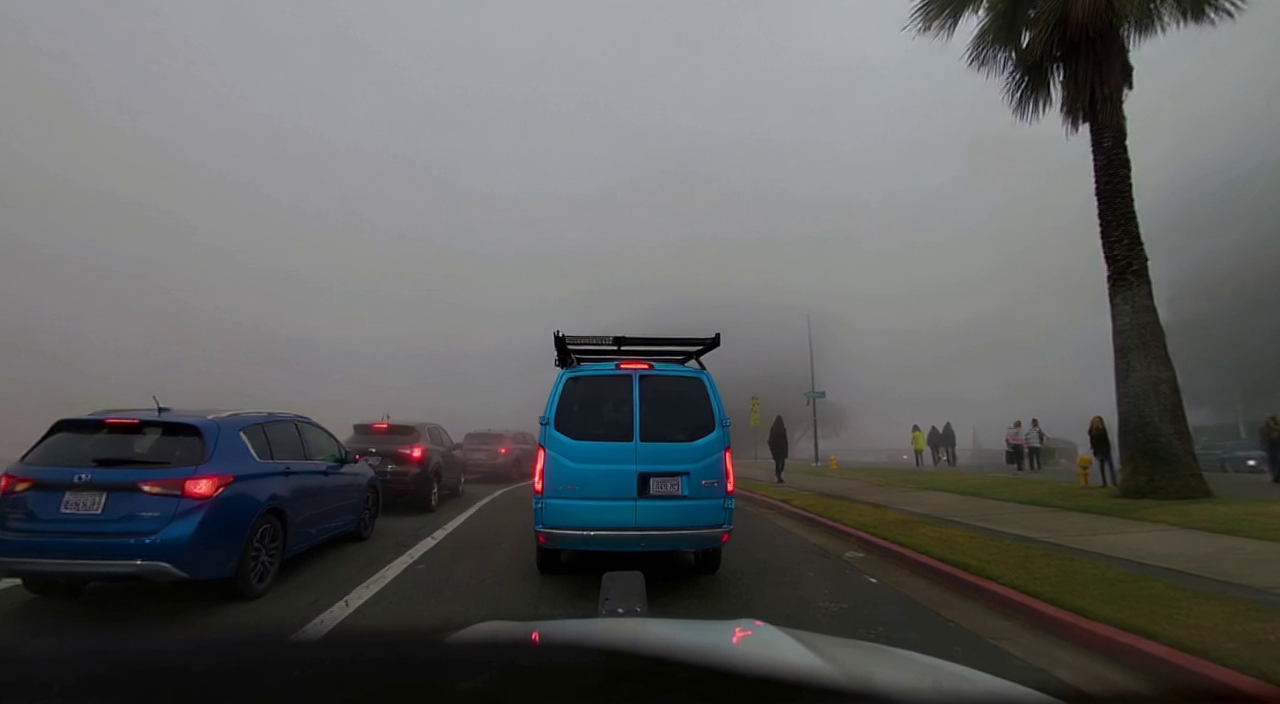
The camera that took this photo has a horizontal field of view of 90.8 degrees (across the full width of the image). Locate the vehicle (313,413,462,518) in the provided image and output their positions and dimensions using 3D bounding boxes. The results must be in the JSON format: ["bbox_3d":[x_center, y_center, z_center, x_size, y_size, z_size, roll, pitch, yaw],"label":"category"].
[{"bbox_3d":[-5.223,2.408,13.878,2.089,1.854,5.022,2,-9,-11],"label":"vehicle"}]

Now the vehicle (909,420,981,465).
[{"bbox_3d":[12.636,3.757,26.043,2.046,1.675,3.924,-6,-10,33],"label":"vehicle"}]

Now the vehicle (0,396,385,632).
[{"bbox_3d":[-4.395,1.461,6.655,1.986,1.643,4.315,1,-9,-6],"label":"vehicle"}]

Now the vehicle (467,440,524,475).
[{"bbox_3d":[-6.853,4.890,29.569,1.818,1.479,4.428,4,-9,-22],"label":"vehicle"}]

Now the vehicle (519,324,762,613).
[{"bbox_3d":[-0.213,1.215,7.171,1.902,2.238,4.263,1,-9,-6],"label":"vehicle"}]

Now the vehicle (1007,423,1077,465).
[{"bbox_3d":[15.776,3.614,24.719,2.048,1.475,3.972,-6,-10,34],"label":"vehicle"}]
